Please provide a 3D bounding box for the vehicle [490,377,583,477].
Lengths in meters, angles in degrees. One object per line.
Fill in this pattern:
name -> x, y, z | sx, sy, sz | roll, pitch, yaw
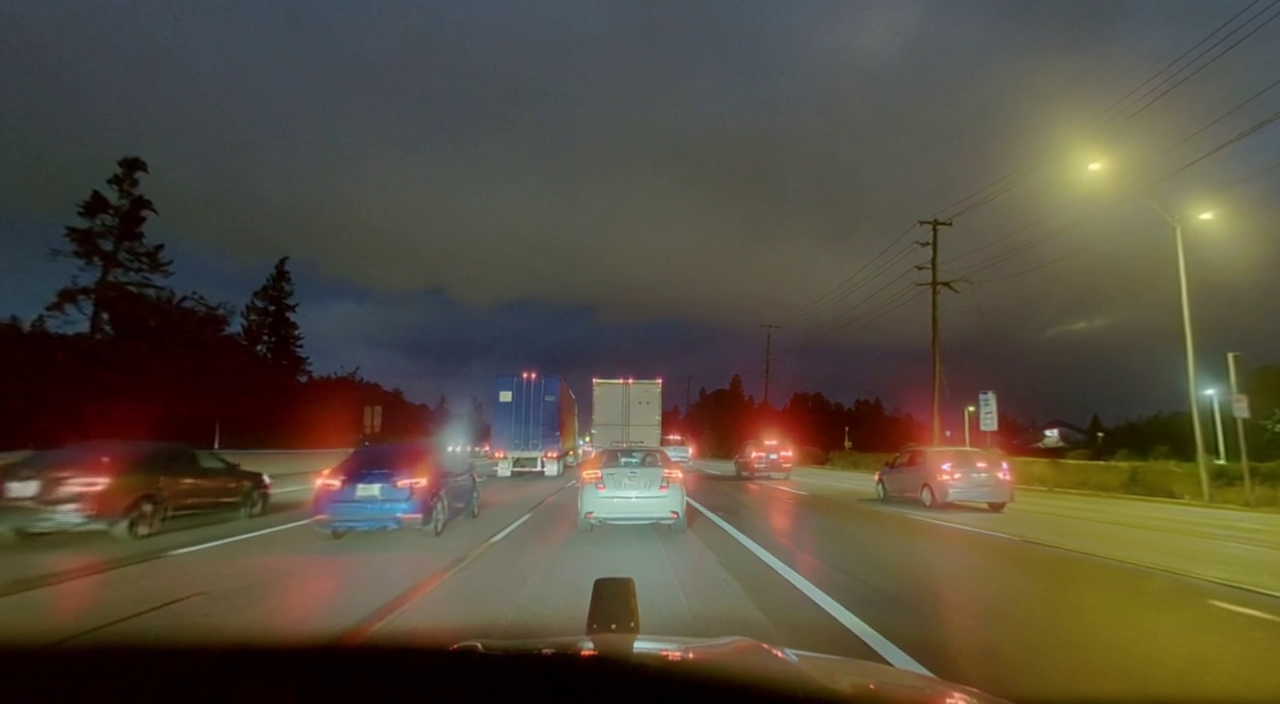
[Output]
vehicle -> -5.282, 4.610, 36.276 | 3.150, 4.298, 17.928 | 0, -9, -3

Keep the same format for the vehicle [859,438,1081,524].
vehicle -> 6.264, 2.471, 12.668 | 1.878, 1.406, 4.164 | 1, -9, -6

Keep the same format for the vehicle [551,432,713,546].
vehicle -> -0.201, 2.099, 10.312 | 2.112, 1.463, 4.012 | 0, -9, -3

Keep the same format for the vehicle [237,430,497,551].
vehicle -> -3.911, 2.078, 10.267 | 2.090, 1.463, 4.968 | 0, -9, -1

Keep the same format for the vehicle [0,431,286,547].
vehicle -> -8.156, 2.106, 10.428 | 2.008, 1.454, 4.693 | 0, -9, -2

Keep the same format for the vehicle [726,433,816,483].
vehicle -> 4.731, 3.897, 23.458 | 2.023, 1.676, 4.002 | 1, -9, -7
